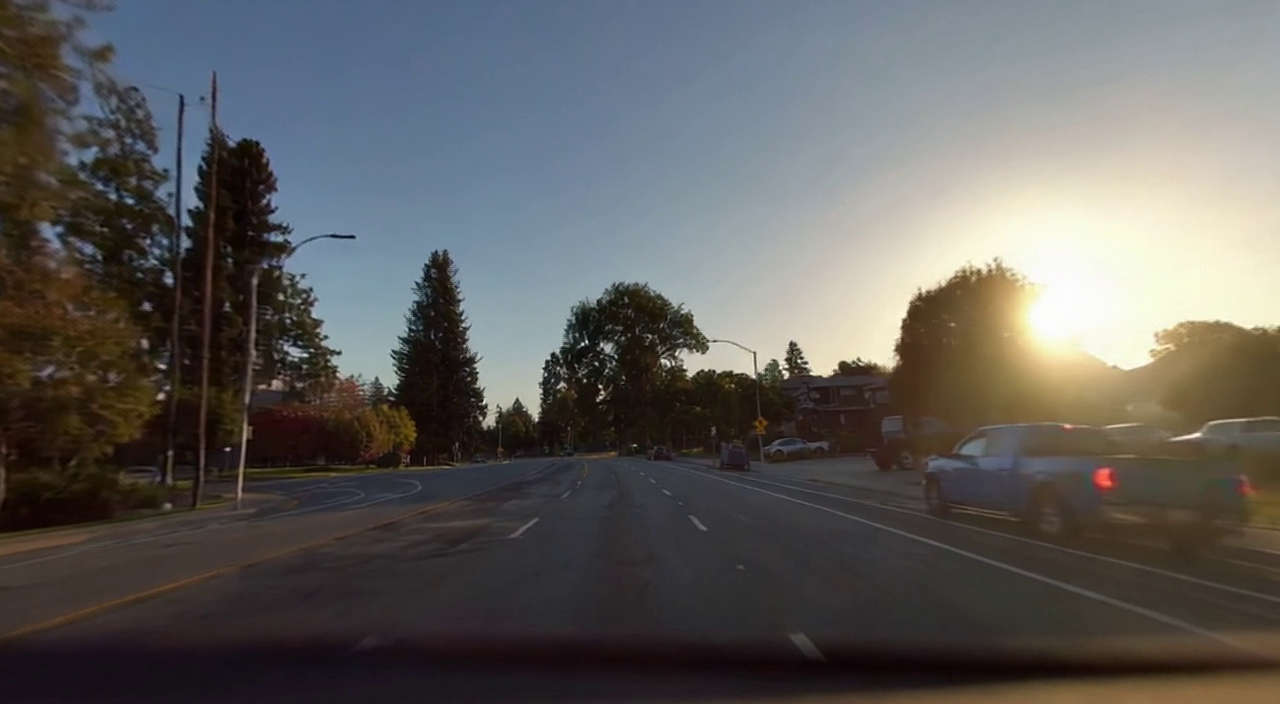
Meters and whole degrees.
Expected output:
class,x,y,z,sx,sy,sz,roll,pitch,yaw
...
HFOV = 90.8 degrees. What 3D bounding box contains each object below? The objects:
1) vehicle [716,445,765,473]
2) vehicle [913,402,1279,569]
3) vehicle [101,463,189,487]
class,x,y,z,sx,sy,sz,roll,pitch,yaw
vehicle,5.701,6.133,36.382,1.969,1.495,4.328,0,-9,-2
vehicle,6.739,1.928,10.003,2.285,1.868,5.575,0,-9,-1
vehicle,-32.901,8.184,42.061,4.242,1.473,1.820,0,-9,-3
